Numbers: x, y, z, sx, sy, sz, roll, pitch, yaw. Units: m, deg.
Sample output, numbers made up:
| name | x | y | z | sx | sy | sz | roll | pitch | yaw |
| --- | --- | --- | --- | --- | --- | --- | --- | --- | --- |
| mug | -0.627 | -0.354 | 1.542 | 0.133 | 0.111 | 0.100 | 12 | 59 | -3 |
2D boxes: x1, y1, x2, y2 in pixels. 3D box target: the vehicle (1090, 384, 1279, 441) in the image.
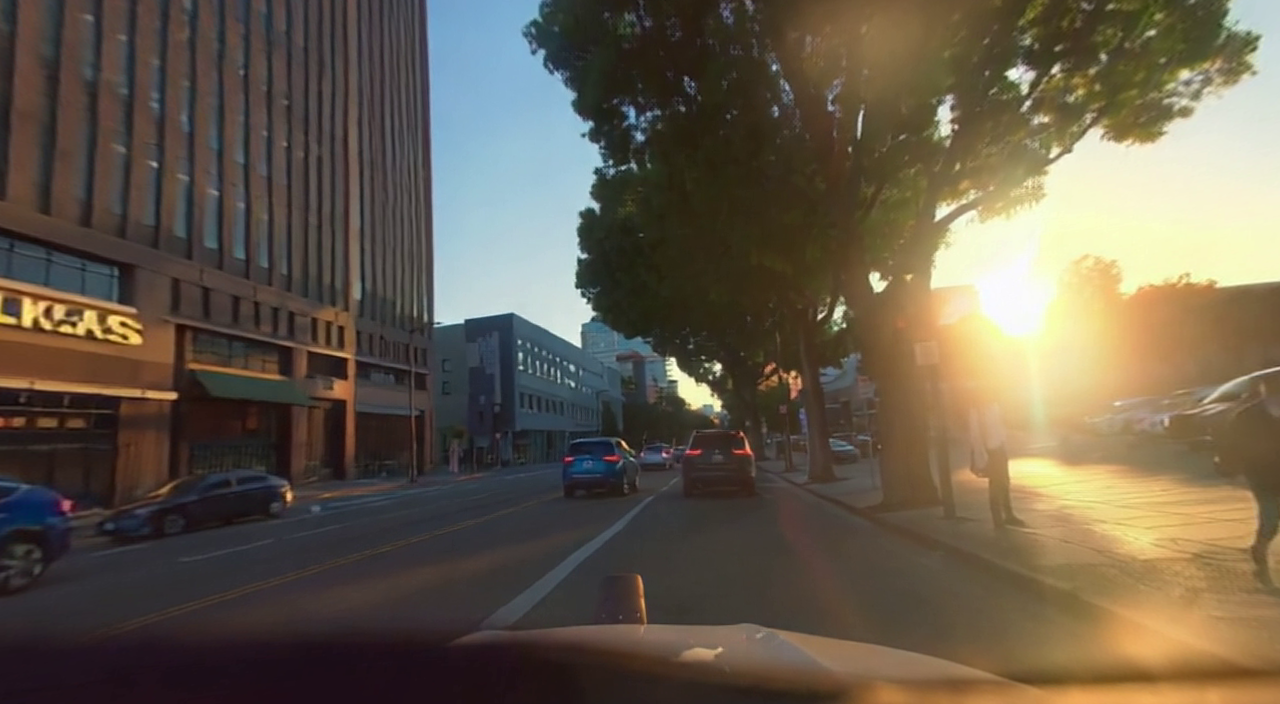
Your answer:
| name | x | y | z | sx | sy | sz | roll | pitch | yaw |
| --- | --- | --- | --- | --- | --- | --- | --- | --- | --- |
| vehicle | 14.716 | 1.632 | 16.687 | 4.189 | 1.395 | 1.725 | -1 | -8 | 7 |

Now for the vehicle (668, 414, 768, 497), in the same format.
| name | x | y | z | sx | sy | sz | roll | pitch | yaw |
| --- | --- | --- | --- | --- | --- | --- | --- | --- | --- |
| vehicle | 2.110 | 2.840 | 17.584 | 2.352 | 1.953 | 4.796 | -1 | -8 | 6 |

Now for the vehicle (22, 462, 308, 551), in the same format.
| name | x | y | z | sx | sy | sz | roll | pitch | yaw |
| --- | --- | --- | --- | --- | --- | --- | --- | --- | --- |
| vehicle | -10.534 | 3.409 | 14.784 | 2.103 | 1.514 | 5.374 | -1 | -8 | 7 |

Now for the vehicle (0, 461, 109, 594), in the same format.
| name | x | y | z | sx | sy | sz | roll | pitch | yaw |
| --- | --- | --- | --- | --- | --- | --- | --- | --- | --- |
| vehicle | -8.527 | 1.945 | 6.521 | 1.857 | 1.507 | 4.504 | -1 | -8 | 7 |

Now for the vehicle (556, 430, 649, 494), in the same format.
| name | x | y | z | sx | sy | sz | roll | pitch | yaw |
| --- | --- | --- | --- | --- | --- | --- | --- | --- | --- |
| vehicle | -1.012 | 3.303 | 19.323 | 2.023 | 1.702 | 4.152 | -1 | -9 | 8 |

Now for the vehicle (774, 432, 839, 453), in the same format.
| name | x | y | z | sx | sy | sz | roll | pitch | yaw |
| --- | --- | --- | --- | --- | --- | --- | --- | --- | --- |
| vehicle | 12.549 | 6.853 | 47.872 | 4.426 | 1.490 | 1.862 | -1 | -8 | 4 |
